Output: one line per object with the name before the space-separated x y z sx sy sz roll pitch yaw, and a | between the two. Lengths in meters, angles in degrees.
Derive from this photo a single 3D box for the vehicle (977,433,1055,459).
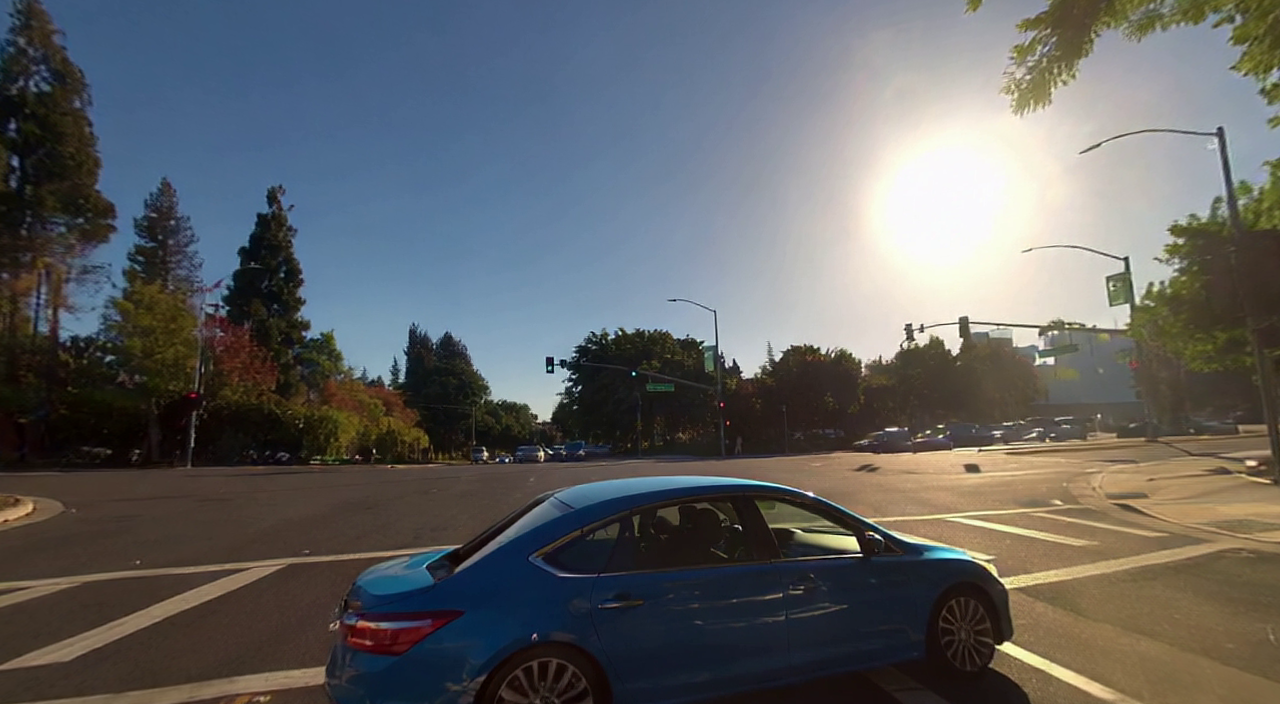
vehicle | 26.958 6.733 45.263 5.032 1.828 2.183 4 -9 -24

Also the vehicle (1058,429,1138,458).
vehicle | 36.104 7.210 49.747 6.148 2.119 2.473 4 -10 -28

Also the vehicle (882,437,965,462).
vehicle | 18.694 6.425 41.621 5.234 1.549 1.982 4 -9 -24
